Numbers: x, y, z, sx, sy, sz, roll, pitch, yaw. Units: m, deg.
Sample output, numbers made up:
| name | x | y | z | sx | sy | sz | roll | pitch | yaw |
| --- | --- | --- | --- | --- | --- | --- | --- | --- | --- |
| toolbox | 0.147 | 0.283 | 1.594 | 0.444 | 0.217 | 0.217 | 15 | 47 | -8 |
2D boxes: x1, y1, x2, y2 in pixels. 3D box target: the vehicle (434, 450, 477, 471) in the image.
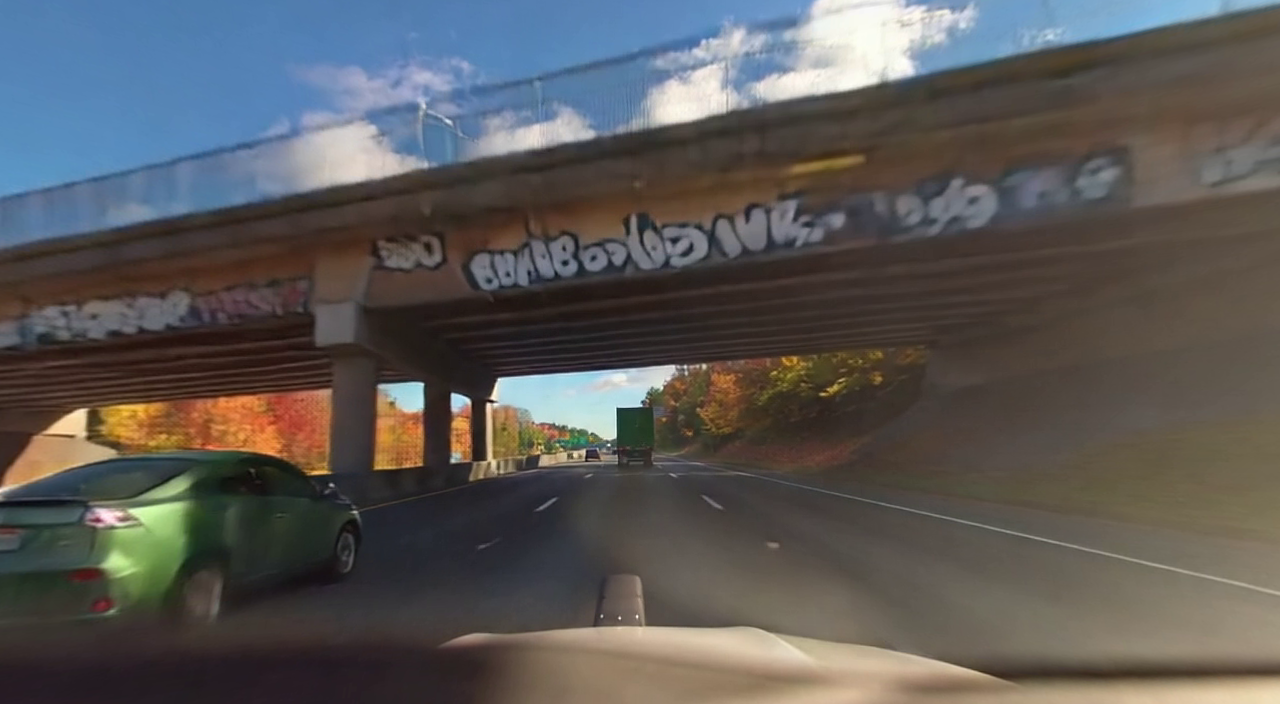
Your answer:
| name | x | y | z | sx | sy | sz | roll | pitch | yaw |
| --- | --- | --- | --- | --- | --- | --- | --- | --- | --- |
| vehicle | -14.112 | 8.314 | 48.213 | 1.987 | 1.536 | 4.515 | 0 | -9 | -1 |
